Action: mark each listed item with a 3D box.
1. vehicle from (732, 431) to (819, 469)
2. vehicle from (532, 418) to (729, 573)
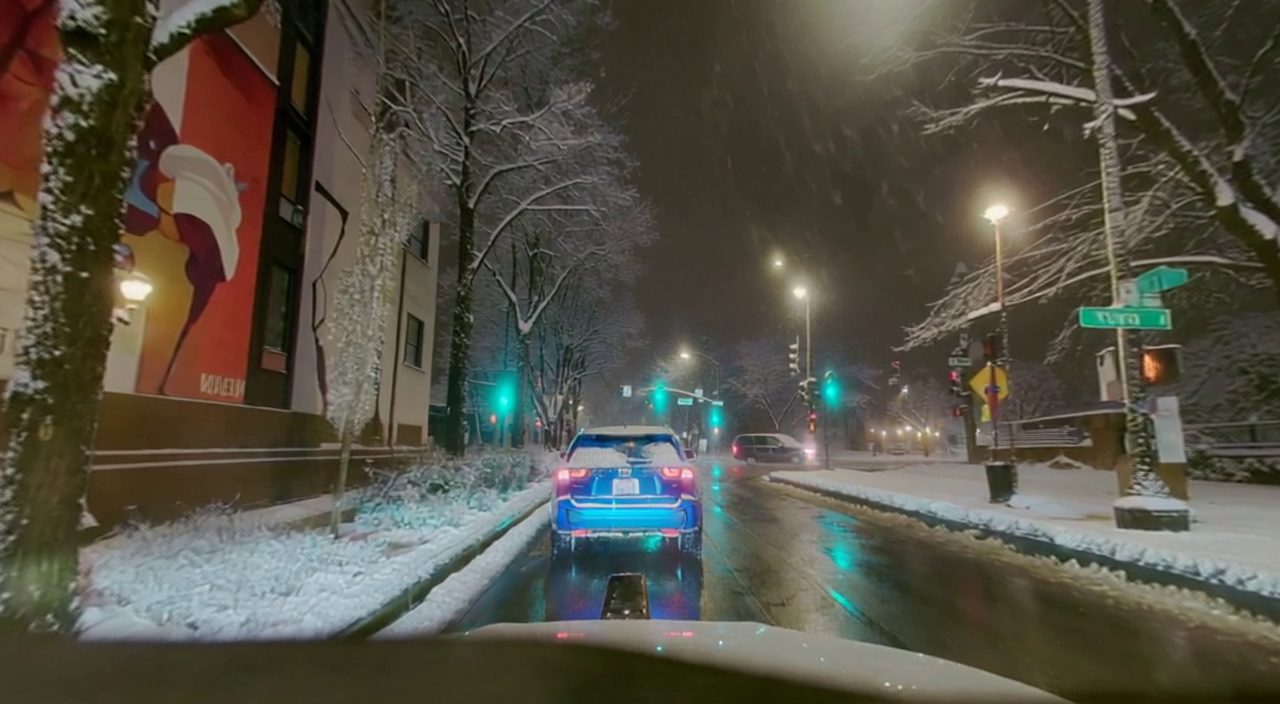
[{"bbox_3d":[7.966,5.685,36.710,2.448,2.063,5.513,-8,-11,41],"label":"vehicle"},{"bbox_3d":[-0.118,1.814,8.692,2.079,1.621,3.861,0,-8,0],"label":"vehicle"}]
